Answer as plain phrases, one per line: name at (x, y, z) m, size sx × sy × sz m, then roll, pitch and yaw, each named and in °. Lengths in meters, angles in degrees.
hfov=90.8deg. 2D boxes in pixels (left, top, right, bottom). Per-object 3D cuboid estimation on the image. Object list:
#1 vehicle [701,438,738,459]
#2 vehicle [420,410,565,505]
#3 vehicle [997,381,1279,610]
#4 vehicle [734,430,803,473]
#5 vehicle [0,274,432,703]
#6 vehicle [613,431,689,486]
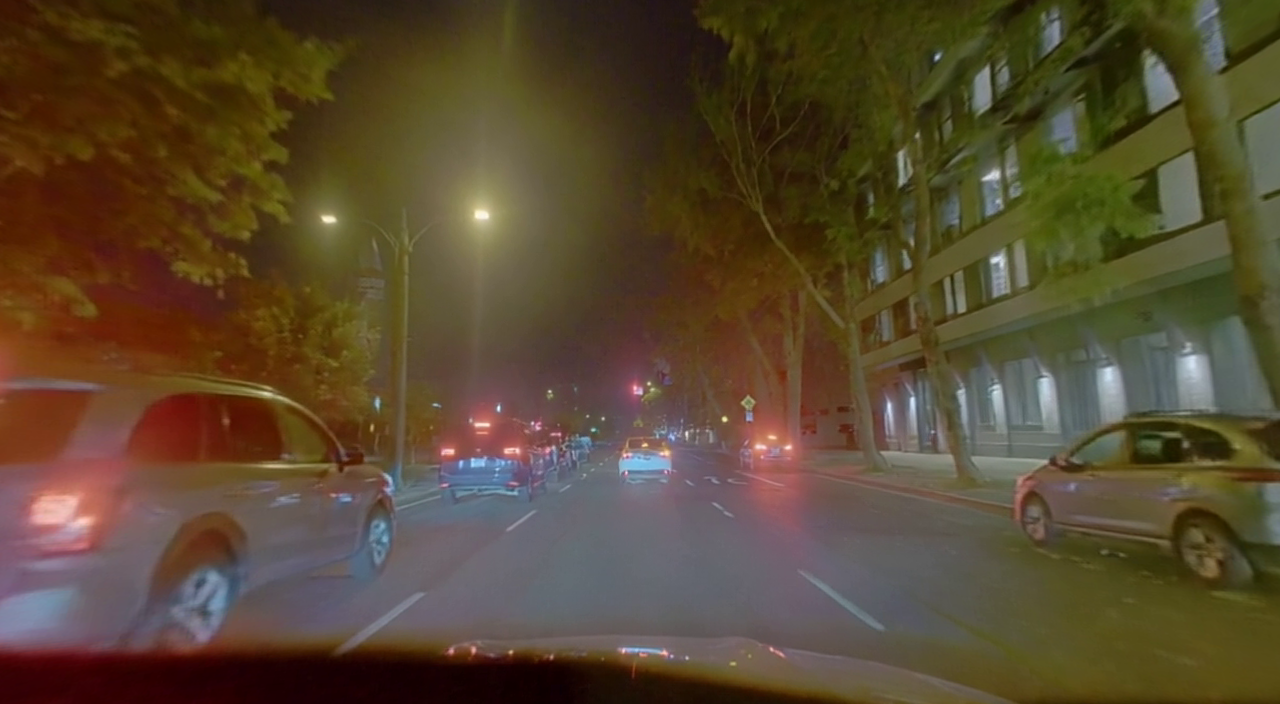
vehicle at (6.030, 7.402, 48.462) m, size 1.986 × 1.477 × 4.510 m, roll 0°, pitch -9°, yaw -3°
vehicle at (-3.402, 2.583, 15.779) m, size 2.487 × 1.978 × 4.628 m, roll 0°, pitch -9°, yaw 0°
vehicle at (6.486, 1.521, 7.383) m, size 1.997 × 1.943 × 4.409 m, roll 0°, pitch -9°, yaw 0°
vehicle at (6.194, 4.872, 31.063) m, size 2.300 × 1.903 × 4.579 m, roll 0°, pitch -9°, yaw -1°
vehicle at (-3.459, 1.034, 4.651) m, size 2.223 × 1.957 × 4.845 m, roll 0°, pitch -9°, yaw 0°
vehicle at (0.241, 3.401, 20.419) m, size 2.201 × 1.589 × 3.843 m, roll 0°, pitch -9°, yaw -2°
